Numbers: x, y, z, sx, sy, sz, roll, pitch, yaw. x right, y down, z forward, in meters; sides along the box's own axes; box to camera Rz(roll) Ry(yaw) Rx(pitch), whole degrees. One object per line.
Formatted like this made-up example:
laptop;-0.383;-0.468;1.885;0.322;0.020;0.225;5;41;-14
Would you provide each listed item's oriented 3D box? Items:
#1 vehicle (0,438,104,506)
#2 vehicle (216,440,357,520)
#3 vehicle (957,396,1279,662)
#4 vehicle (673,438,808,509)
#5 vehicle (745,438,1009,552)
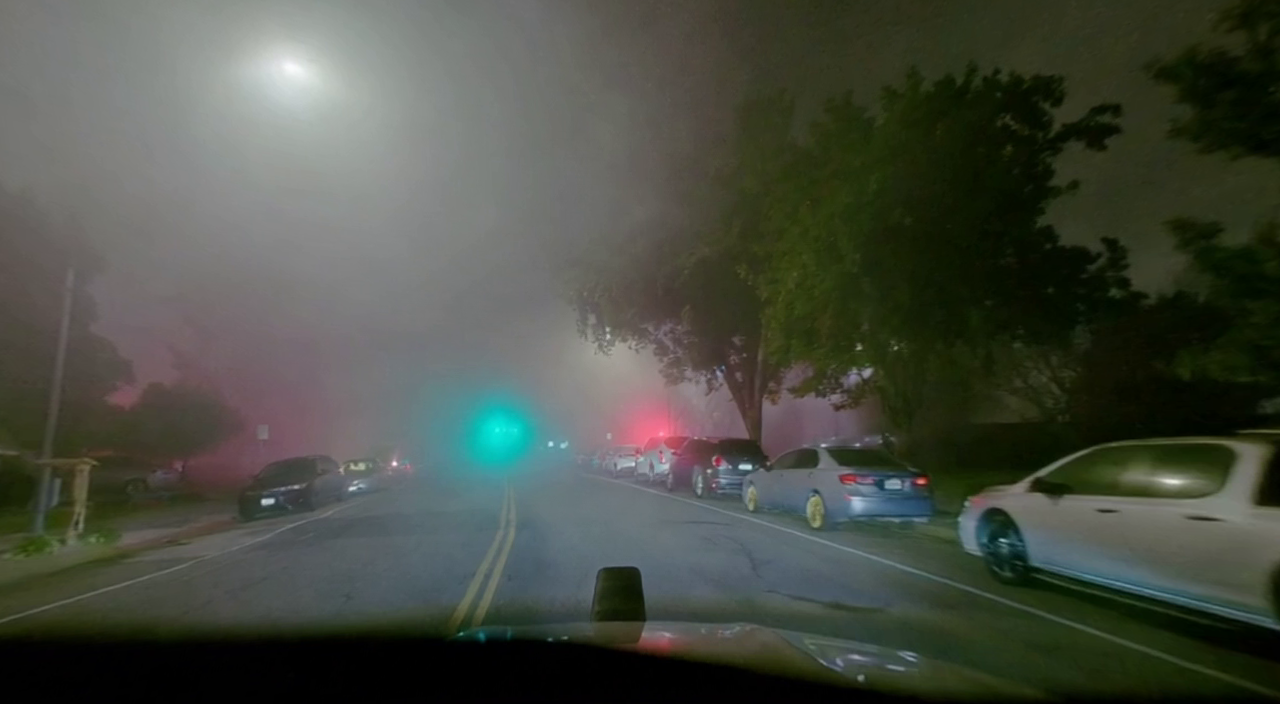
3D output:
vehicle;-18.958;3.534;17.990;5.035;1.760;2.149;-2;-10;-11
vehicle;-9.895;3.589;18.174;2.072;1.840;5.197;-1;-9;-12
vehicle;4.493;1.057;4.052;2.049;1.447;4.626;1;-9;-7
vehicle;2.318;2.949;15.848;1.954;1.507;4.356;1;-9;-11
vehicle;3.396;2.119;10.143;1.974;1.385;4.315;1;-9;-11
